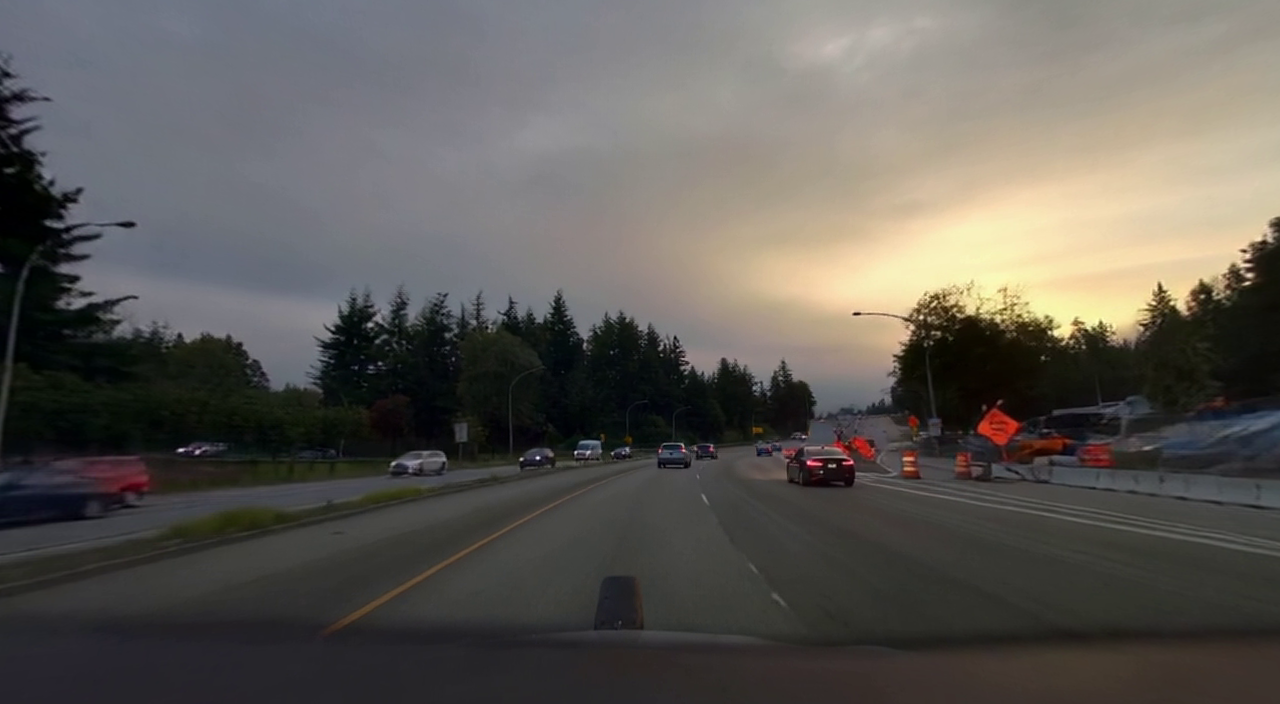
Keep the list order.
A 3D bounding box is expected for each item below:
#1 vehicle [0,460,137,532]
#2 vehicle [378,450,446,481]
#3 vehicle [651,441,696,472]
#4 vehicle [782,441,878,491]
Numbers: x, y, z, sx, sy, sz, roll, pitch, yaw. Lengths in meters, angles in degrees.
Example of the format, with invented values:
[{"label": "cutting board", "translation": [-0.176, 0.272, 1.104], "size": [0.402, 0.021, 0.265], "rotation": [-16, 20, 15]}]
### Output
[{"label": "vehicle", "translation": [-14.794, 3.288, 14.584], "size": [2.205, 1.446, 4.840], "rotation": [-1, -9, 3]}, {"label": "vehicle", "translation": [-13.633, 6.779, 38.050], "size": [1.930, 1.721, 4.599], "rotation": [-1, -9, 7]}, {"label": "vehicle", "translation": [2.006, 6.031, 36.603], "size": [2.201, 1.676, 4.541], "rotation": [-1, -9, 7]}, {"label": "vehicle", "translation": [6.065, 3.679, 20.735], "size": [2.044, 1.474, 4.083], "rotation": [-1, -9, 3]}]
